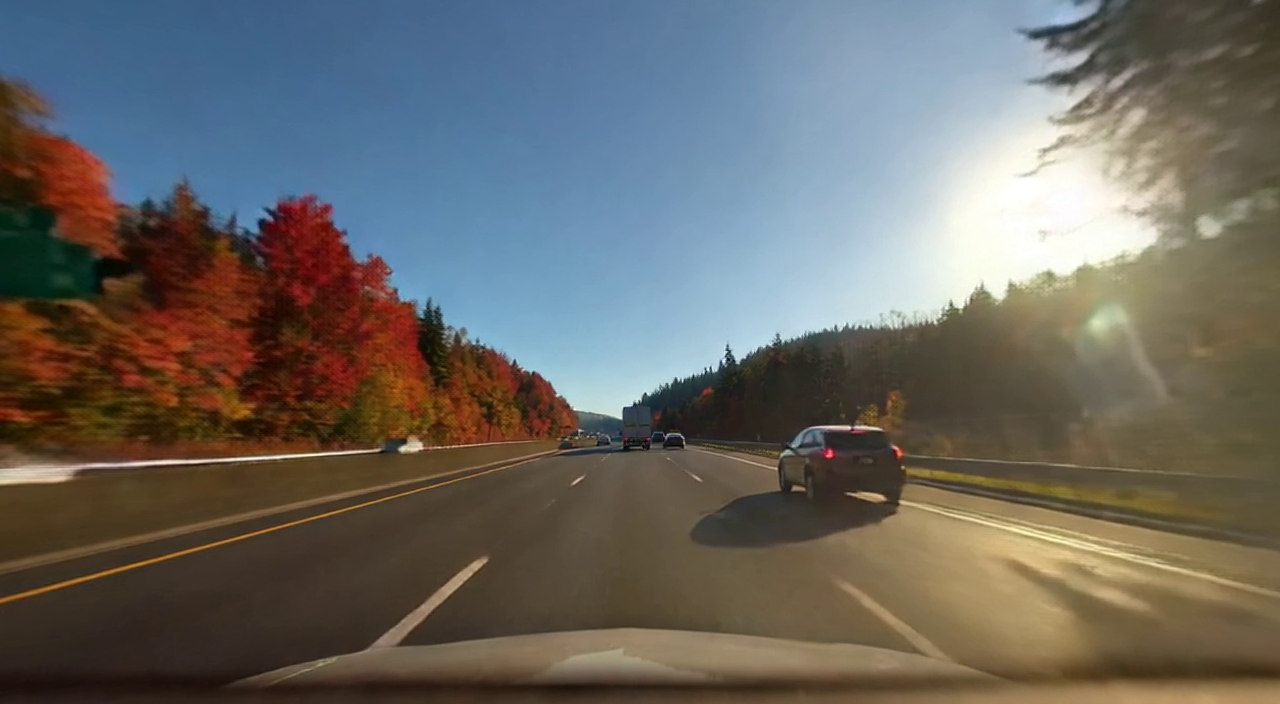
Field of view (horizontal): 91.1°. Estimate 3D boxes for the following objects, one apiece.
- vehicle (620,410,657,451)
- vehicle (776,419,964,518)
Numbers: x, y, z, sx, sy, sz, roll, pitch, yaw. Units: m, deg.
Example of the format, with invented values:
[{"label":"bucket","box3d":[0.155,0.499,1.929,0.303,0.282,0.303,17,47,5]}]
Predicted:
[{"label":"vehicle","box3d":[-0.196,6.122,48.643,2.631,2.957,6.512,0,-8,-2]},{"label":"vehicle","box3d":[3.964,2.048,11.657,1.882,1.492,3.958,0,-8,-2]}]
